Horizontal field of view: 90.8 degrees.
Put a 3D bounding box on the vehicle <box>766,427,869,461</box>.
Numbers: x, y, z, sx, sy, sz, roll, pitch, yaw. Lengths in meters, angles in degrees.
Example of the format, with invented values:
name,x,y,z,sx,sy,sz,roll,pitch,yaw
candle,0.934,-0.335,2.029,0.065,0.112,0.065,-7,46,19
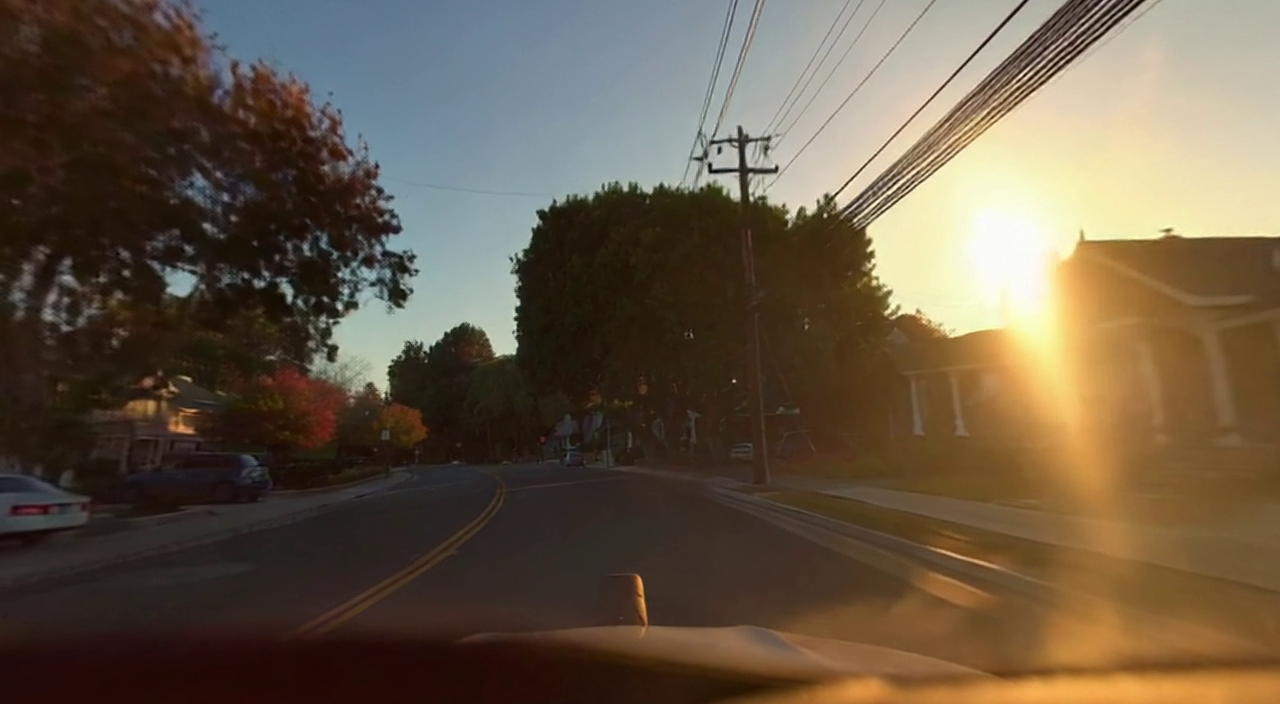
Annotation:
name,x,y,z,sx,sy,sz,roll,pitch,yaw
vehicle,8.786,4.588,31.614,4.566,1.623,1.906,-1,-8,2

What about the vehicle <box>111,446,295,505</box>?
name,x,y,z,sx,sy,sz,roll,pitch,yaw
vehicle,-13.880,3.906,20.272,4.321,1.772,2.161,-1,-8,4
